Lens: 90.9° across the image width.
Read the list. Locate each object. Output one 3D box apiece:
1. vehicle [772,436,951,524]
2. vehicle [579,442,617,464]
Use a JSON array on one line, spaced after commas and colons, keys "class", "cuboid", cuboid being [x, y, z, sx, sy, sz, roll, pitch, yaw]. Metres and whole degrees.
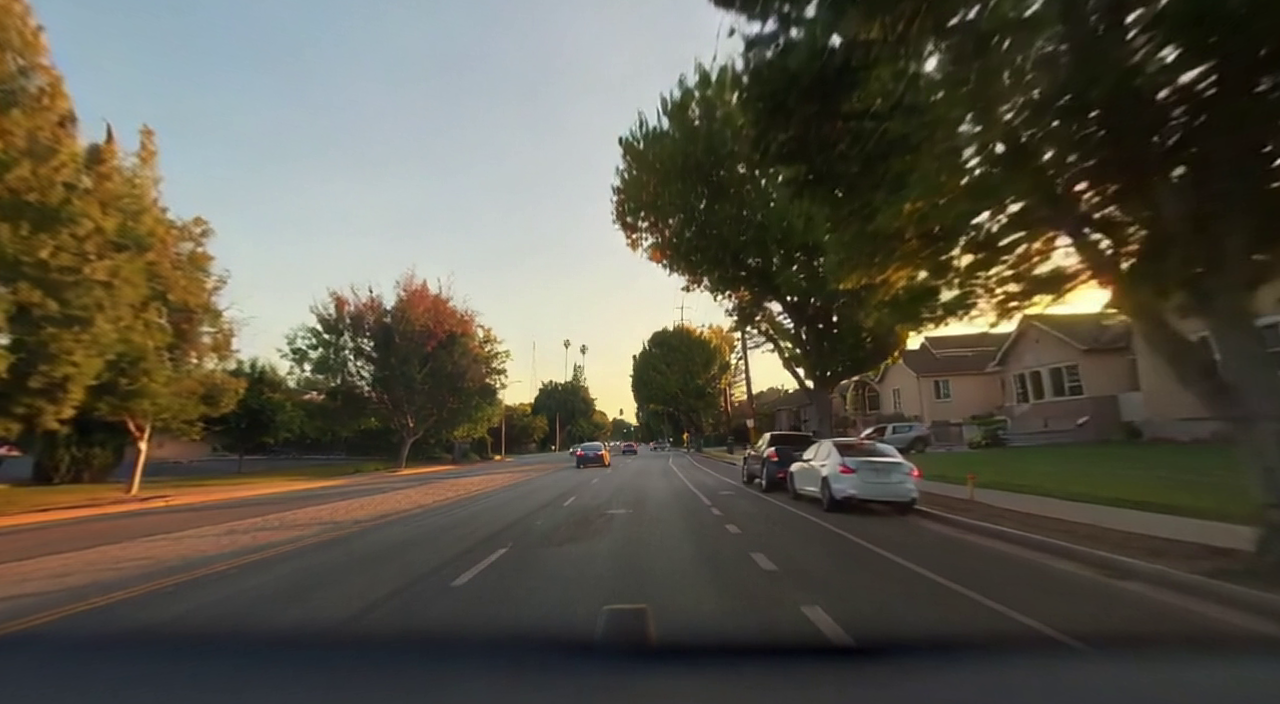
[{"class": "vehicle", "cuboid": [4.416, 2.618, 13.555, 2.241, 1.536, 4.682, 0, -9, 1]}, {"class": "vehicle", "cuboid": [-2.847, 6.970, 43.677, 2.084, 1.466, 4.522, -1, -9, 3]}]
